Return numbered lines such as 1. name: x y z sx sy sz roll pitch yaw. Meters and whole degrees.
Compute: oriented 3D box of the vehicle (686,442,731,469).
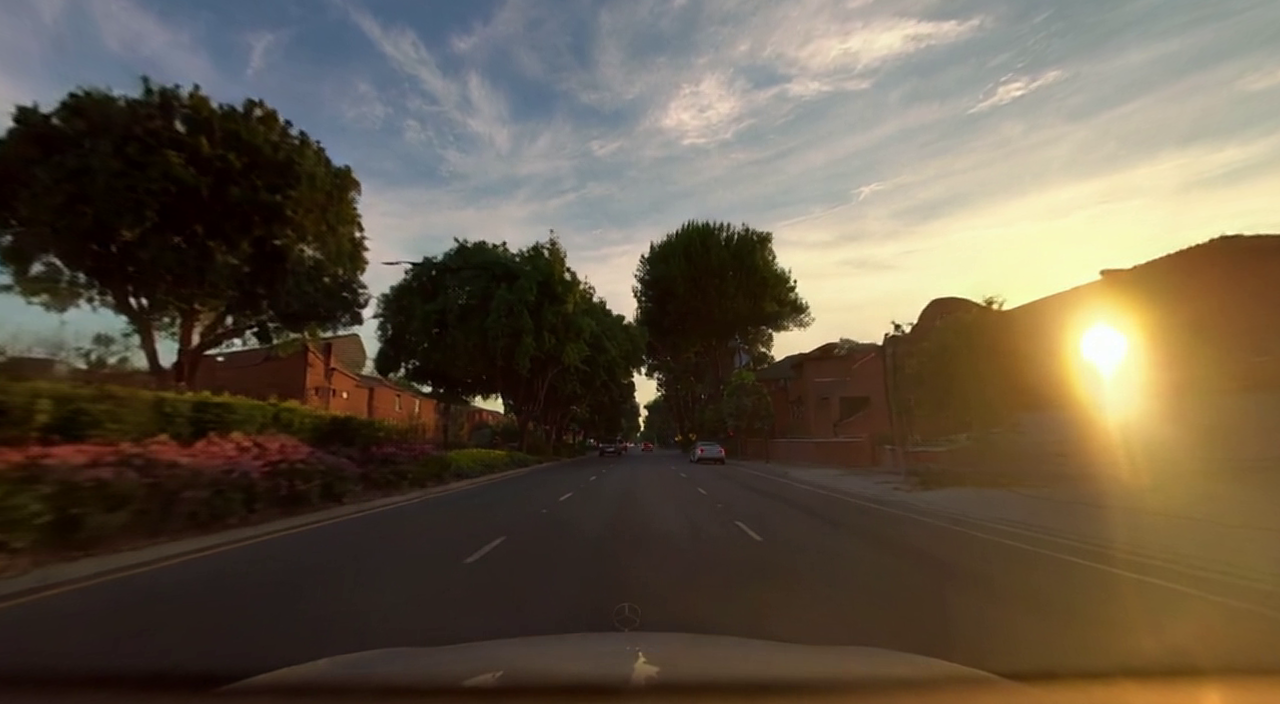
1. vehicle: 4.139 6.337 38.844 2.237 1.578 4.621 0 -8 -1
